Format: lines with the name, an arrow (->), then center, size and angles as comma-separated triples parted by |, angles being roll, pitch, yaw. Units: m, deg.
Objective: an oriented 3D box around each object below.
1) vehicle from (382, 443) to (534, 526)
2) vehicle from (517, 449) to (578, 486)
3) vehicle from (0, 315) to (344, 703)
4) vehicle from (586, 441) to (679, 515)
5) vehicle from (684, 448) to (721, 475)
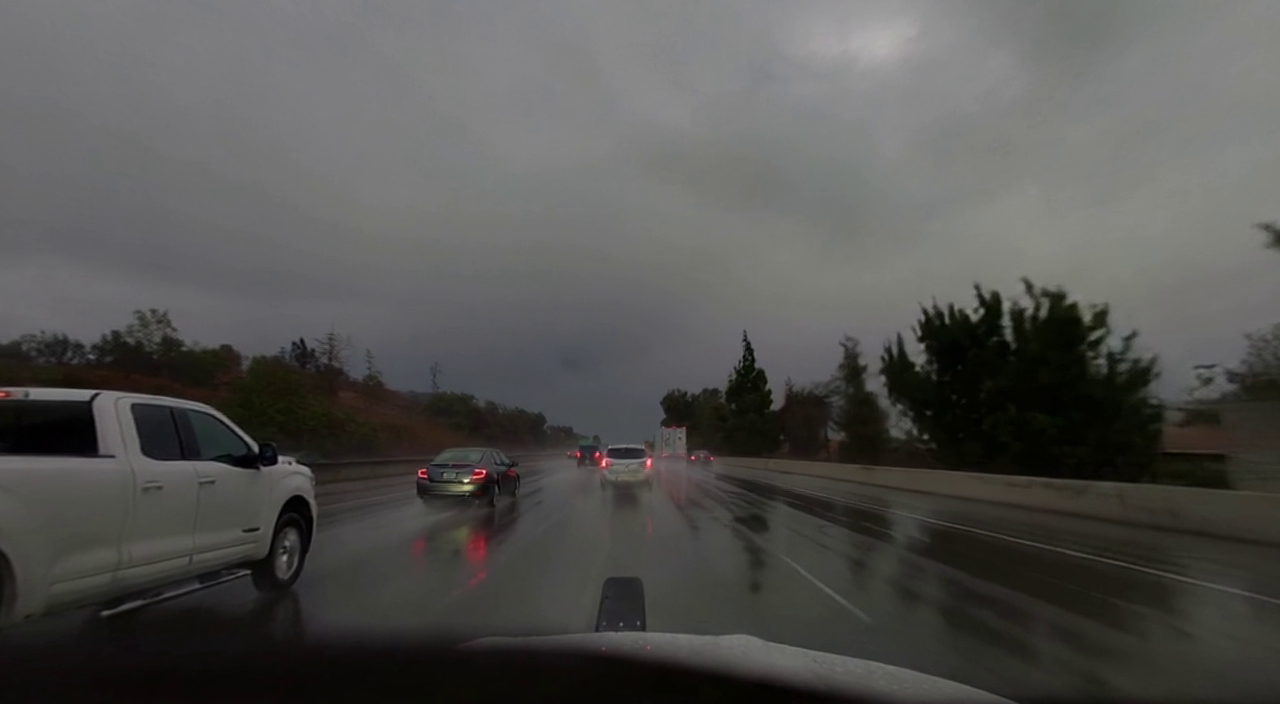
vehicle -> -3.699, 2.777, 13.790 | 1.988, 1.501, 4.438 | 0, -9, 0
vehicle -> -3.936, 5.001, 27.571 | 1.999, 1.484, 4.269 | 0, -9, 0
vehicle -> -3.906, 0.884, 3.317 | 2.243, 1.889, 4.949 | 0, -9, 0
vehicle -> -0.178, 2.988, 15.326 | 1.996, 1.574, 3.426 | 0, -9, -1
vehicle -> 3.846, 6.791, 39.287 | 1.858, 1.537, 3.838 | 0, -9, -1
